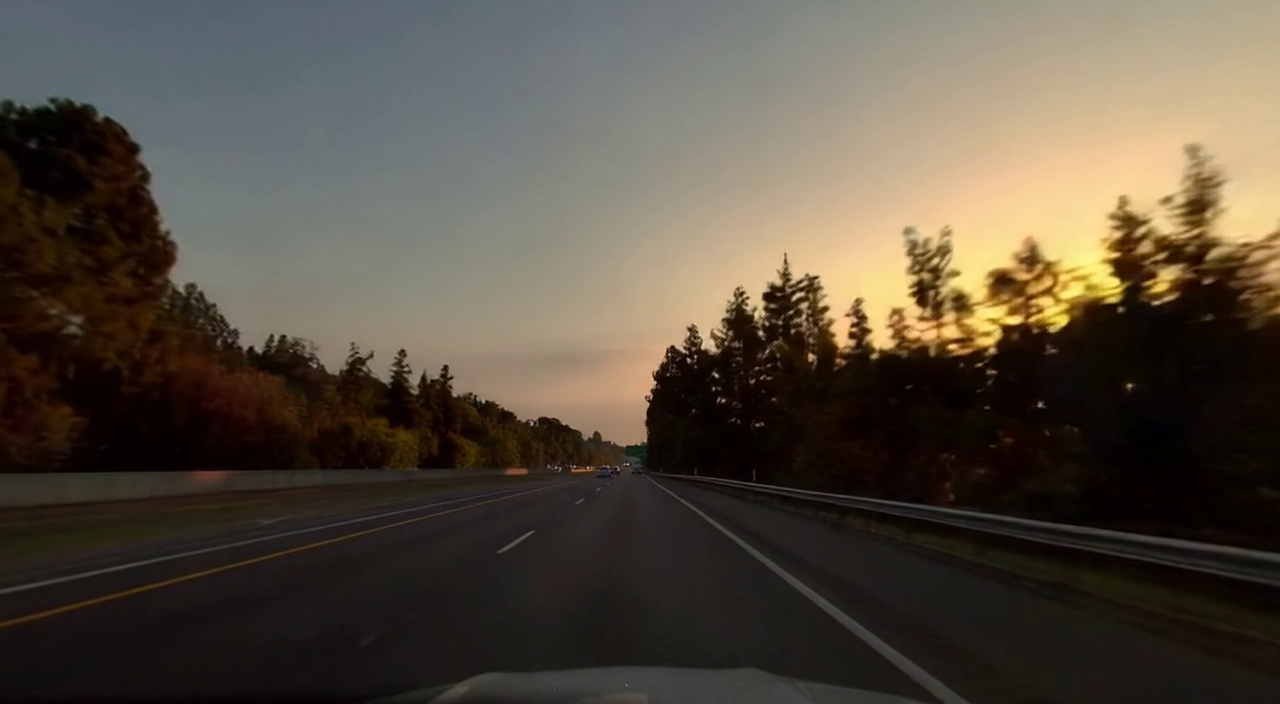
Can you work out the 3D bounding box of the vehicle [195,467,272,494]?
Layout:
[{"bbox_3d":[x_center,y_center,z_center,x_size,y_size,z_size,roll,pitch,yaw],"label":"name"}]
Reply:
[{"bbox_3d":[-23.871,7.531,37.145,1.763,1.441,4.230,1,-11,-2],"label":"vehicle"}]
